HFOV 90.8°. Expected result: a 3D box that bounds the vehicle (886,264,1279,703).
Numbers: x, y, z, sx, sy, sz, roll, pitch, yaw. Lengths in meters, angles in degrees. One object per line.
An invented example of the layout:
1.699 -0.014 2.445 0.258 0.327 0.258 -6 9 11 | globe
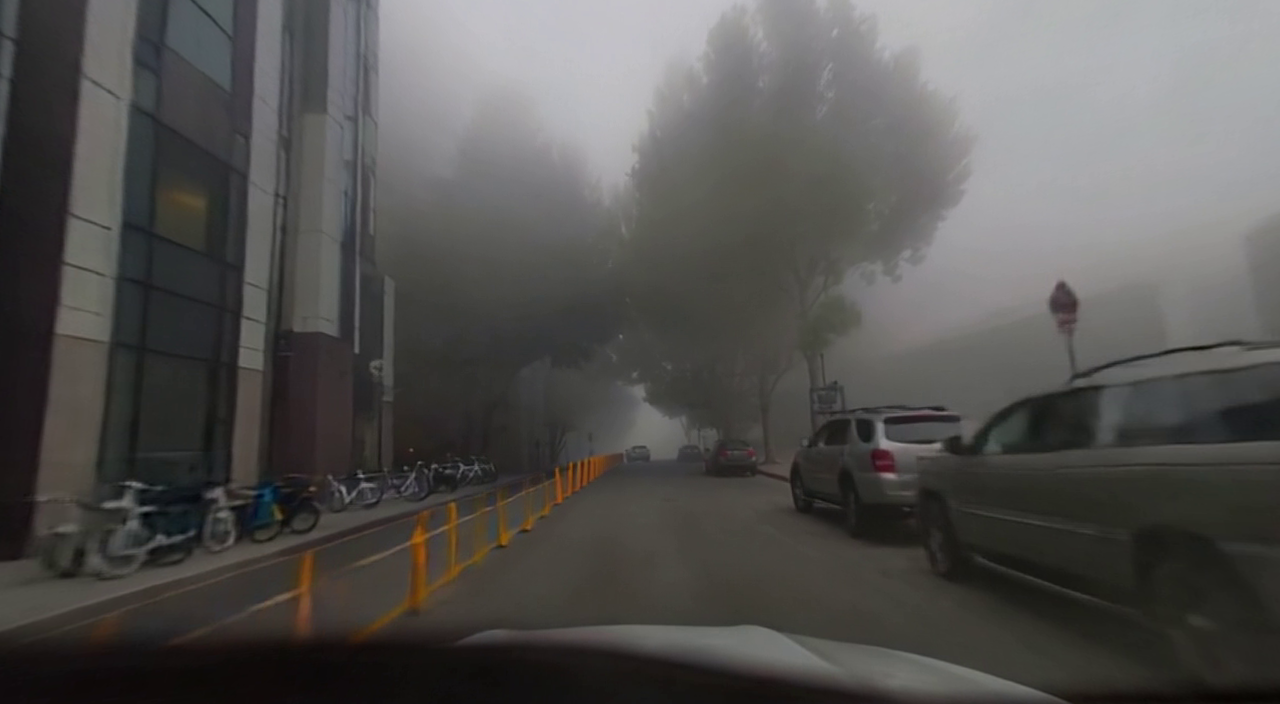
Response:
3.512 0.814 3.778 2.127 1.864 4.892 -1 -9 1 | vehicle

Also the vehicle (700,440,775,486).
3.405 3.972 23.057 1.963 1.445 4.948 -1 -8 1 | vehicle
